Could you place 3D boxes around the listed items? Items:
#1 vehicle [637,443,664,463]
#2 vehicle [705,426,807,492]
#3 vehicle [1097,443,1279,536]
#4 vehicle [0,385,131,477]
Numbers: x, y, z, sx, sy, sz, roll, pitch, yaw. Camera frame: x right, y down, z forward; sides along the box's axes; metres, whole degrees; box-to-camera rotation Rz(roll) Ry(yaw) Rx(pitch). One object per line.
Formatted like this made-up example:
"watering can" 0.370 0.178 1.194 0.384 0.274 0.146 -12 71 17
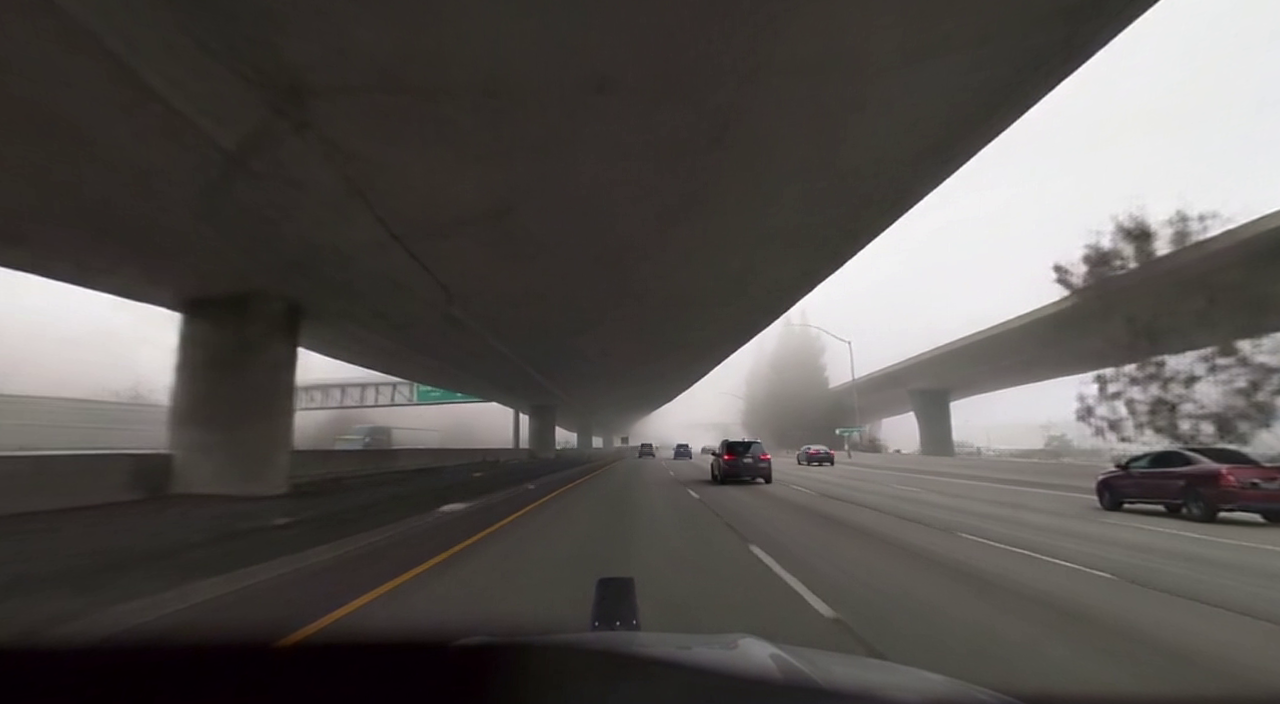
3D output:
"vehicle" 0.818 7.778 48.939 2.046 1.475 3.784 0 -9 2
"vehicle" 3.430 3.306 19.748 2.226 1.779 4.835 0 -9 0
"vehicle" 10.986 2.419 11.610 1.827 1.448 4.370 0 -9 -1
"vehicle" -30.039 3.654 28.976 3.039 4.055 12.039 0 -9 1
